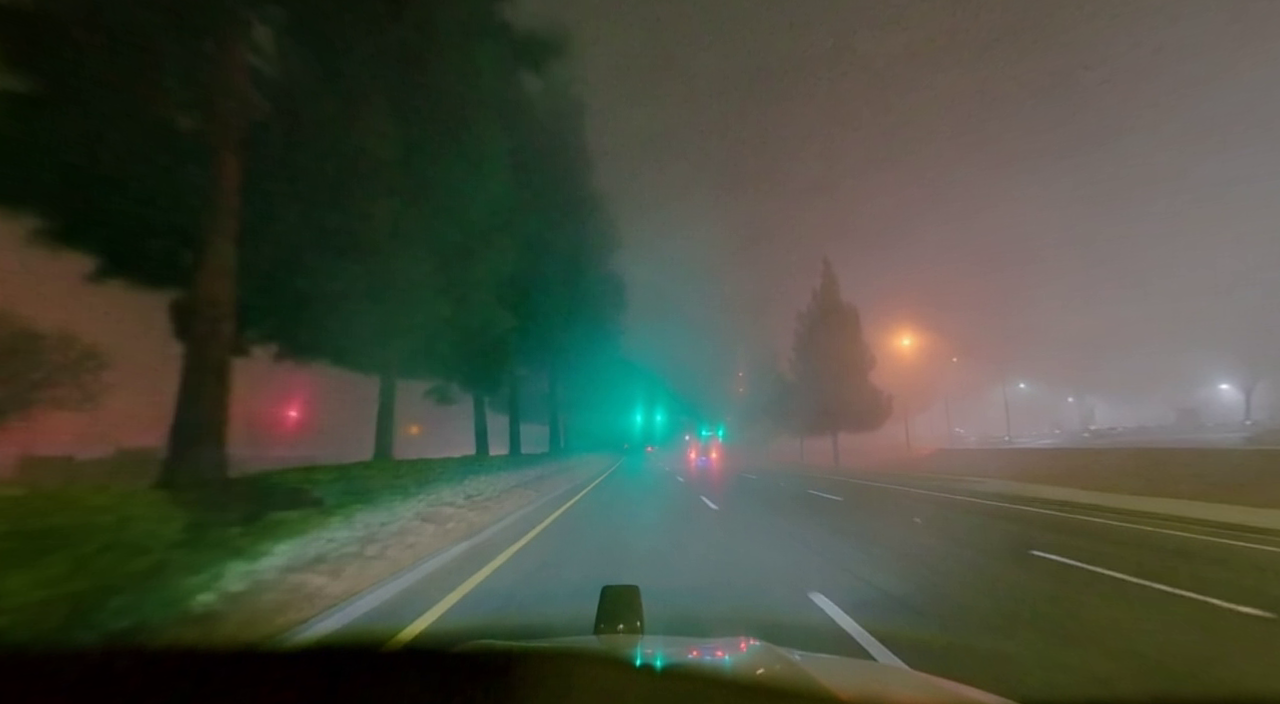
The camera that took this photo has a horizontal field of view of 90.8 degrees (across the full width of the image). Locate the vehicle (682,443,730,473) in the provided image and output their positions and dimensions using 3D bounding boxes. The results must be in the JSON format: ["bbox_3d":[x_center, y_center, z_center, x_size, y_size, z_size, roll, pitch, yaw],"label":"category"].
[{"bbox_3d":[3.420,5.586,33.584,2.056,1.483,4.091,0,-8,-1],"label":"vehicle"}]
